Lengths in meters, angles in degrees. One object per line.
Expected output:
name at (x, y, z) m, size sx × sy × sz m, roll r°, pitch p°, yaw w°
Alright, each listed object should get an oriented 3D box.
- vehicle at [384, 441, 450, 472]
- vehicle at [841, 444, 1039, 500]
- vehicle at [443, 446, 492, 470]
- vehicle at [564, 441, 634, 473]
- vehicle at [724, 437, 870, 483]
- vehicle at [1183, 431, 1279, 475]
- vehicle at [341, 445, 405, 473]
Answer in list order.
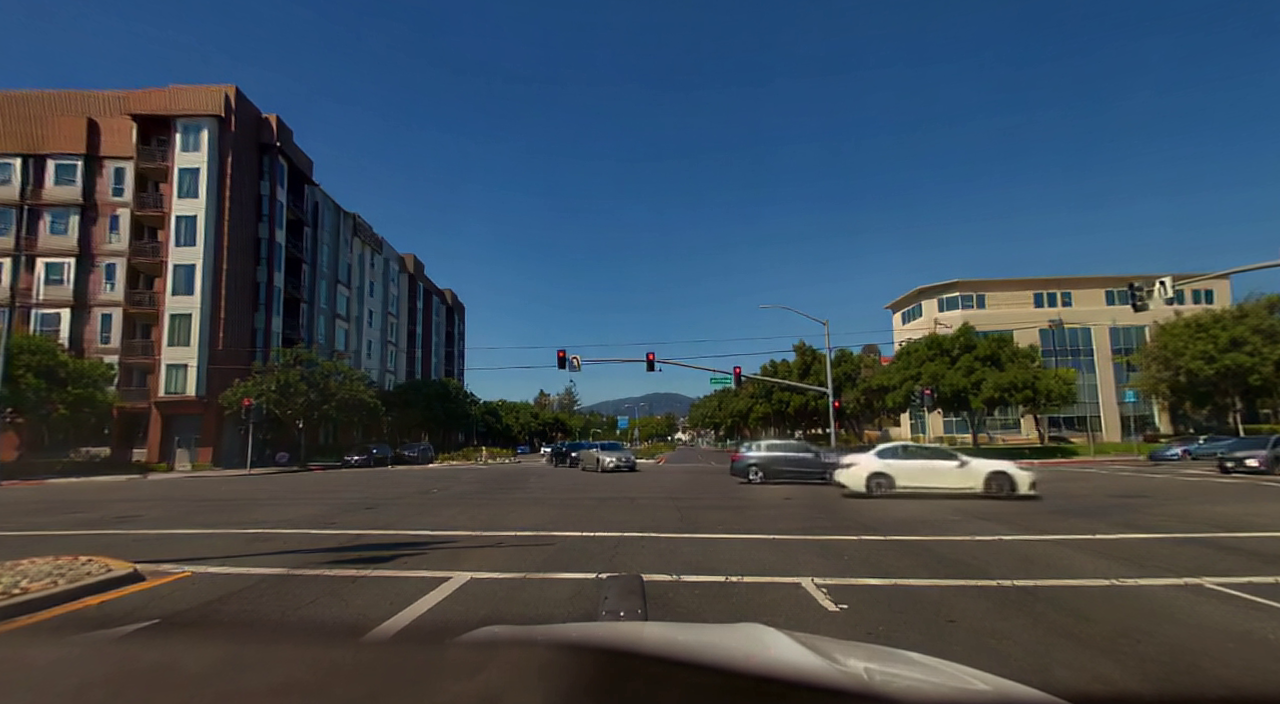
vehicle at (-15.126, 7.122, 43.228) m, size 2.340 × 1.946 × 5.450 m, roll -1°, pitch -9°, yaw 2°
vehicle at (7.412, 3.016, 16.051) m, size 4.093 × 1.288 × 1.910 m, roll -2°, pitch -9°, yaw 8°
vehicle at (-11.630, 7.142, 42.814) m, size 2.003 × 1.476 × 4.297 m, roll -1°, pitch -9°, yaw 2°
vehicle at (-2.176, 5.287, 32.084) m, size 2.115 × 1.445 × 4.864 m, roll 3°, pitch -9°, yaw -22°
vehicle at (5.587, 3.831, 22.627) m, size 4.637 × 1.461 × 2.109 m, roll -5°, pitch -10°, yaw 30°
vehicle at (22.329, 3.559, 22.357) m, size 4.474 × 1.477 × 1.908 m, roll 0°, pitch -9°, yaw -2°
vehicle at (-18.540, 7.412, 44.100) m, size 2.237 × 1.842 × 5.116 m, roll 0°, pitch -9°, yaw 0°
